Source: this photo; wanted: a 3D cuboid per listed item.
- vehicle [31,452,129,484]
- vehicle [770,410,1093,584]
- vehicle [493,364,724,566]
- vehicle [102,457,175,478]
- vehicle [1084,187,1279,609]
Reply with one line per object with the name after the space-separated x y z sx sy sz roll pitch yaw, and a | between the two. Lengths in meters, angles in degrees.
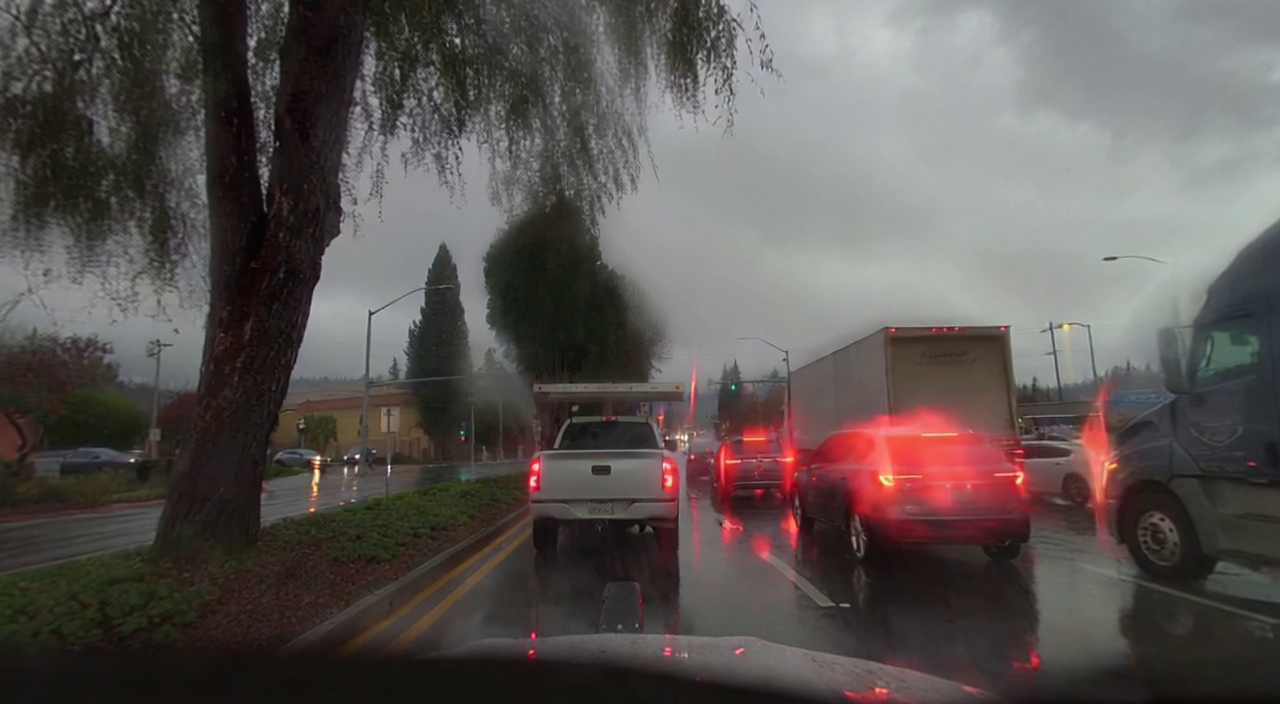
-28.548 5.893 32.383 1.730 1.534 3.922 1 -9 -8 | vehicle
3.221 1.725 8.418 1.905 1.587 4.998 0 -9 0 | vehicle
-0.362 1.606 9.514 2.499 2.183 5.111 0 -9 -1 | vehicle
-38.166 8.781 48.123 4.150 1.474 1.826 -1 -9 6 | vehicle
6.519 0.103 3.311 2.802 3.322 7.429 0 -9 -1 | vehicle
